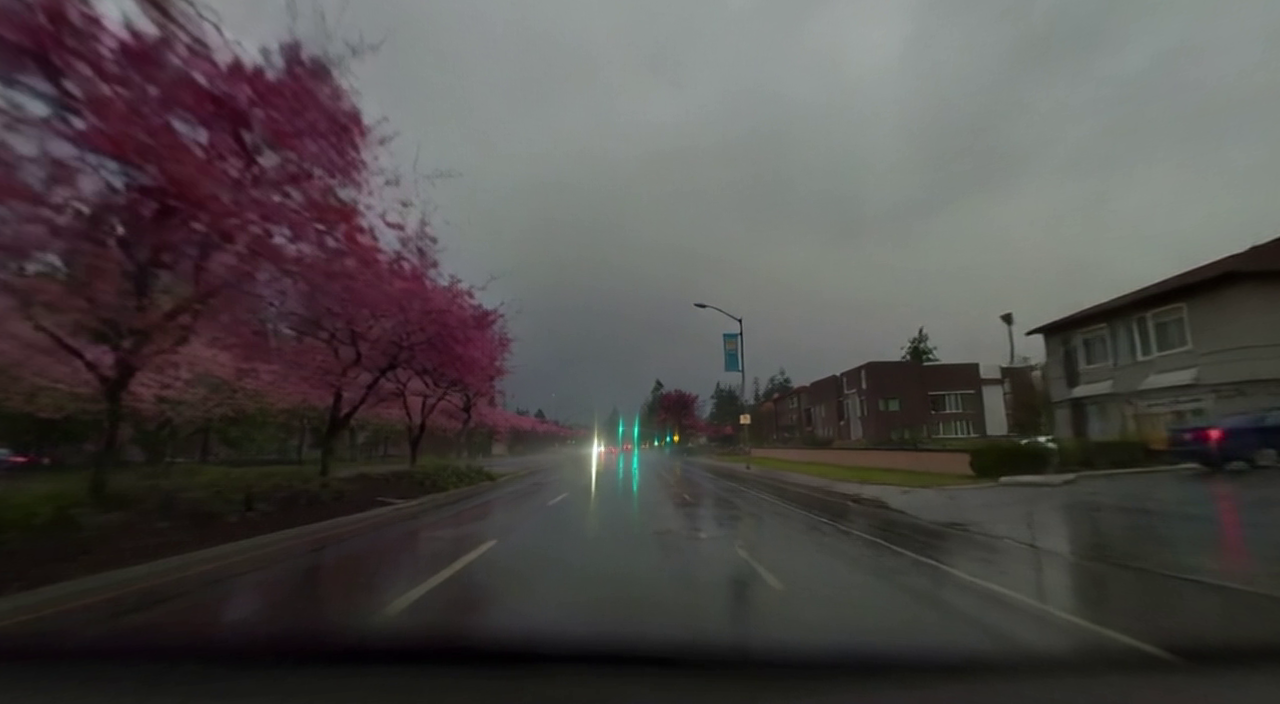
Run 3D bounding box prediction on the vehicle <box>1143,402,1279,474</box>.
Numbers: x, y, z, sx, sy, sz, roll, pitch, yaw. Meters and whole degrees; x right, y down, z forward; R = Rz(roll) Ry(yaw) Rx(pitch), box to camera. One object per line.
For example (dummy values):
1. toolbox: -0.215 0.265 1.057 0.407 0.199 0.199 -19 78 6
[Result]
1. vehicle: 15.195 2.032 14.902 4.877 1.592 1.913 0 -8 2
